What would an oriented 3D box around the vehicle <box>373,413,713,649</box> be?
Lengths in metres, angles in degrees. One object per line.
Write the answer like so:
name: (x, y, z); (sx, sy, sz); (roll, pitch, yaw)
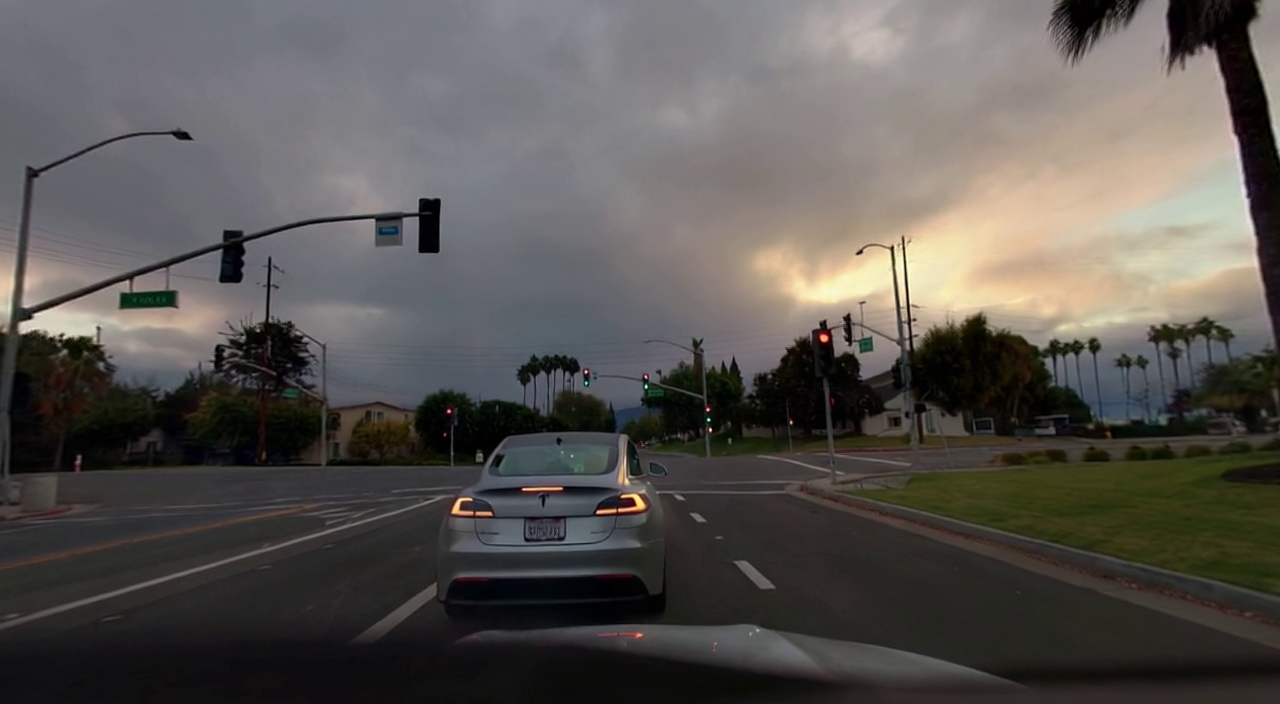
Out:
vehicle: (-0.640, 1.453, 6.206); (2.152, 1.478, 4.229); (0, -8, -1)
